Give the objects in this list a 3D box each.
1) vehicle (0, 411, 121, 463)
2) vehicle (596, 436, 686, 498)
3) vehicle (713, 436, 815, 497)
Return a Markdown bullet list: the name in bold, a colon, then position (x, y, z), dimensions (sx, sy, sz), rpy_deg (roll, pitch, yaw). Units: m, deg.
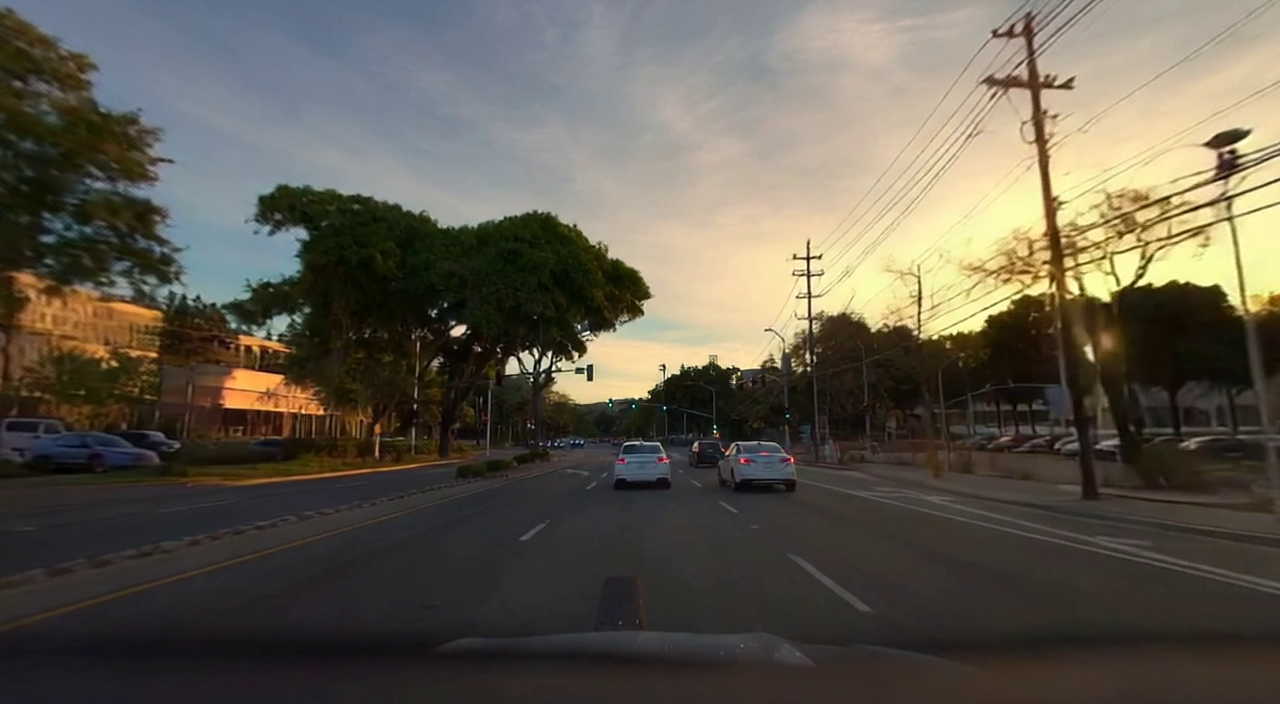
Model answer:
- **vehicle**: position (-29.030, 4.071, 29.892), dimensions (2.878, 2.172, 7.057), rpy_deg (0, -8, -2)
- **vehicle**: position (-0.006, 3.061, 17.121), dimensions (2.144, 1.473, 4.028), rpy_deg (0, -8, -1)
- **vehicle**: position (3.319, 3.138, 17.688), dimensions (1.985, 1.489, 4.036), rpy_deg (0, -8, -1)
